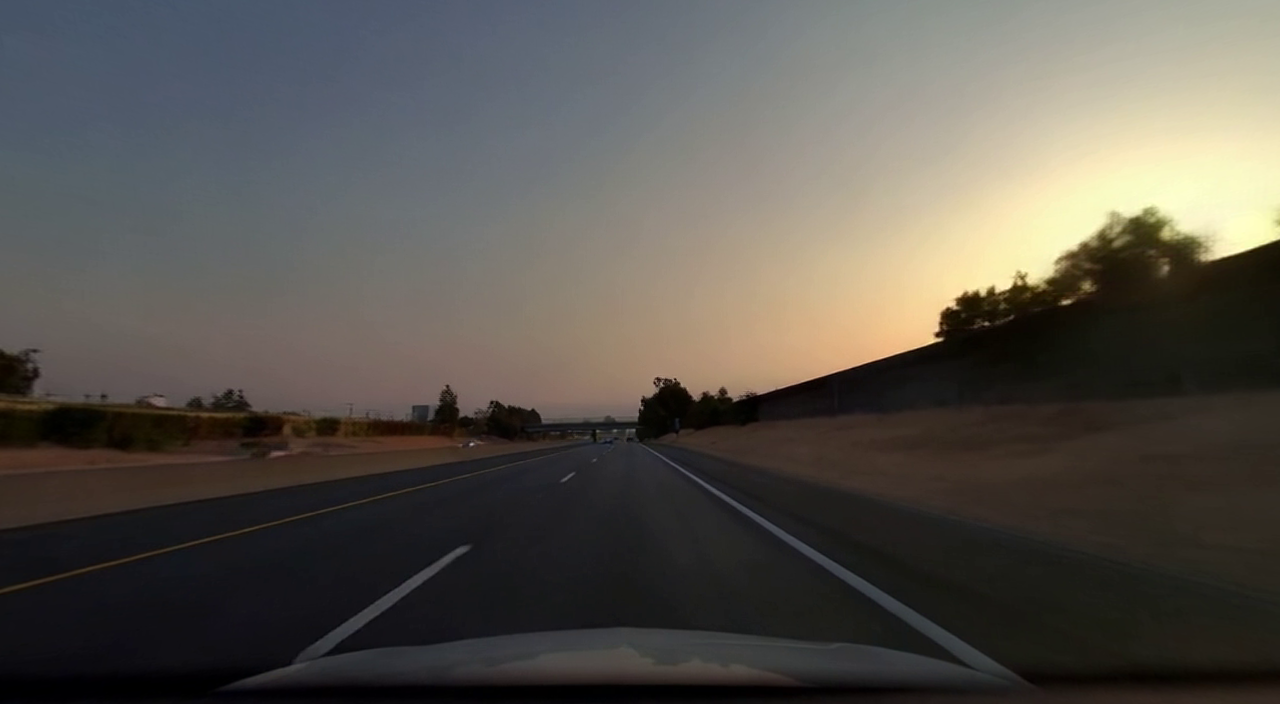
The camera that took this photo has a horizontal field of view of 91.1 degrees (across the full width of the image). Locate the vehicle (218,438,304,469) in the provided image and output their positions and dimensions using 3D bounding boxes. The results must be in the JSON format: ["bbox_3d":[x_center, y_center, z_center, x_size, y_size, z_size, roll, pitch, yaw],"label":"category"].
[{"bbox_3d":[-20.250,5.430,33.857,1.893,1.544,4.441,0,-8,-1],"label":"vehicle"}]
